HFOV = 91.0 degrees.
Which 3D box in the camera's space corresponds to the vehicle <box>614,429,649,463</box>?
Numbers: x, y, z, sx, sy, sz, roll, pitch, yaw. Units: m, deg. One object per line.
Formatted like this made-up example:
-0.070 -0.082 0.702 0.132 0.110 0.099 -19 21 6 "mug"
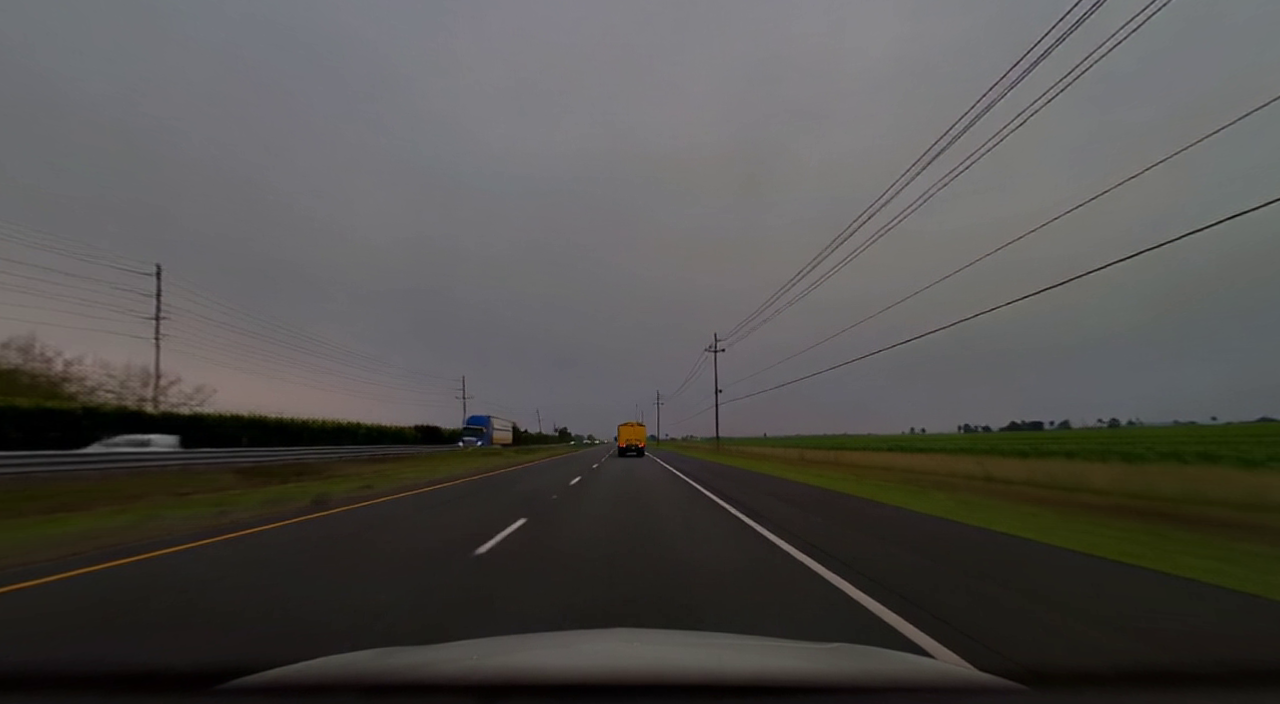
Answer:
-0.605 6.320 42.469 2.240 2.129 4.480 0 -8 -2 "vehicle"
